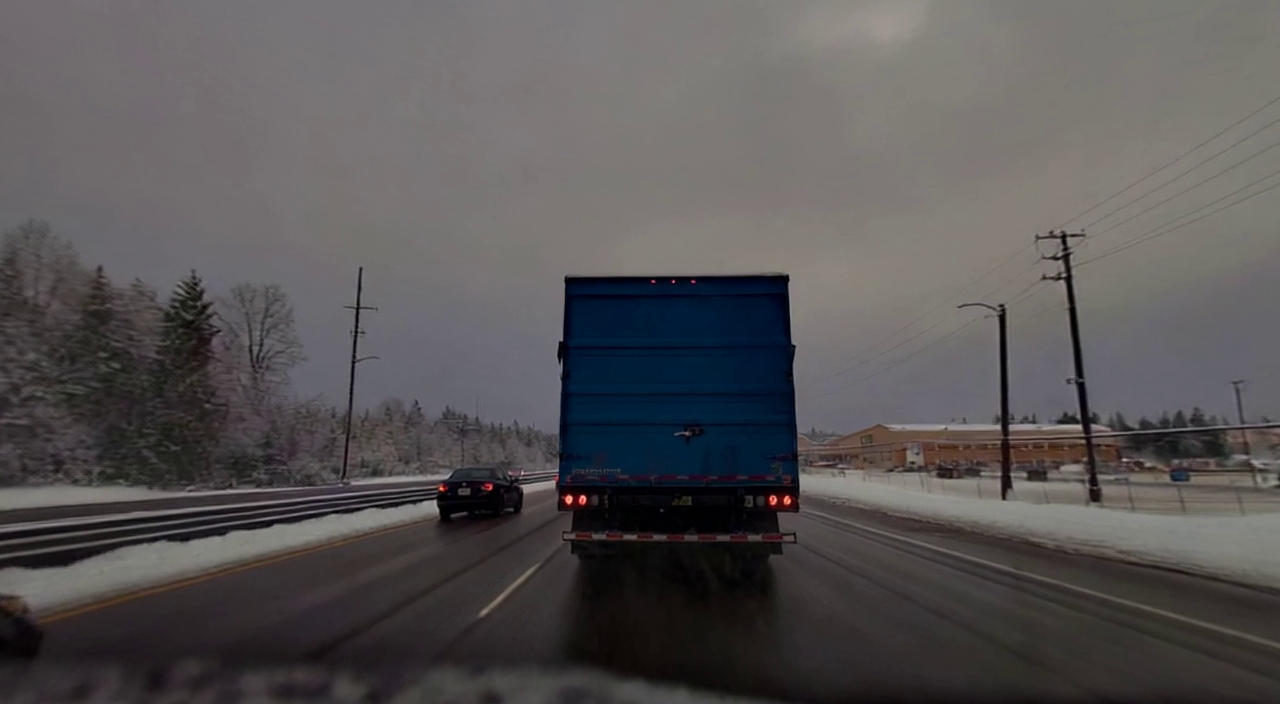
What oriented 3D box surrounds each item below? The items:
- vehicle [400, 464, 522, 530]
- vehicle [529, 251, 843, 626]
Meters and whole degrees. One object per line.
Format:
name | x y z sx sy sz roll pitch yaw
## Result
vehicle | -4.525 3.743 16.696 1.891 1.469 4.431 1 -11 0
vehicle | 0.569 1.514 10.292 2.831 3.529 8.689 0 -11 2
